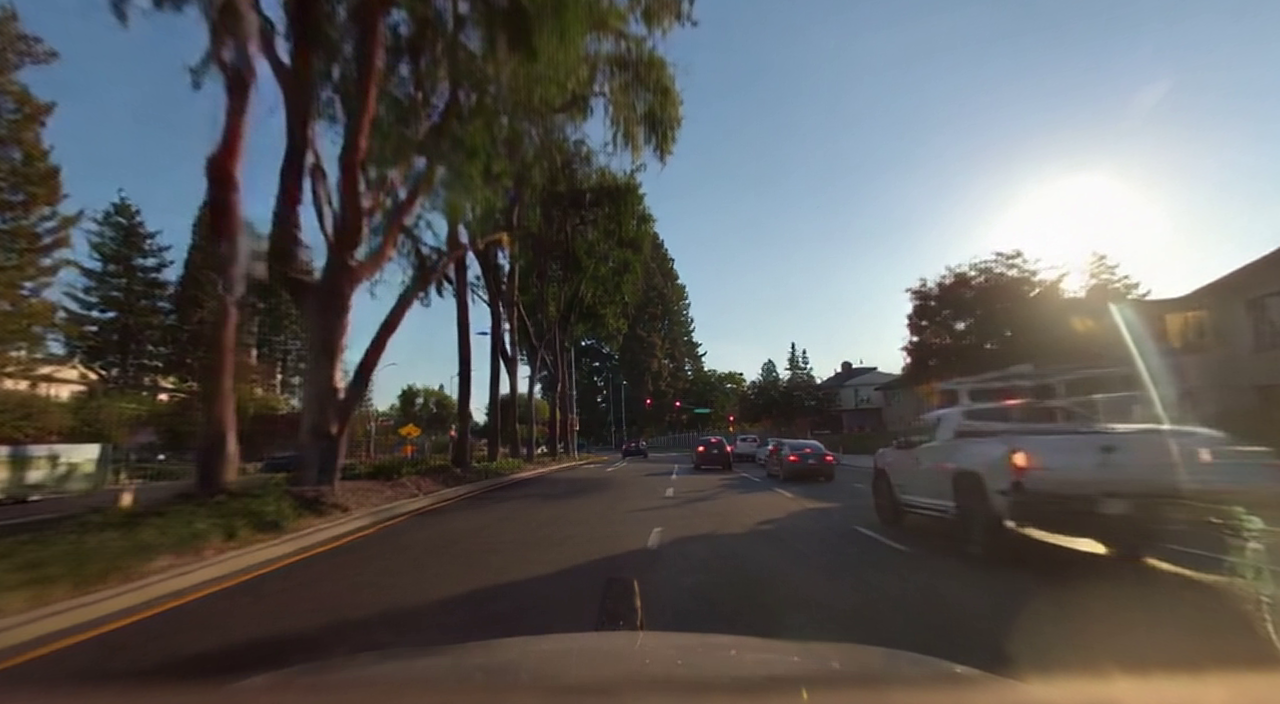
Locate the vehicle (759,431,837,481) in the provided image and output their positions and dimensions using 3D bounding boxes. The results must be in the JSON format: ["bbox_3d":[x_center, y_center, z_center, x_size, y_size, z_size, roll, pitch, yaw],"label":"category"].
[{"bbox_3d":[6.103,4.028,25.017,1.803,1.754,4.480,0,-7,-2],"label":"vehicle"}]

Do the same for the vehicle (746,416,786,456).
[{"bbox_3d":[7.841,5.297,39.646,1.933,2.309,3.468,-2,-8,3],"label":"vehicle"}]

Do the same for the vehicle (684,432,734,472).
[{"bbox_3d":[3.121,4.595,29.310,2.052,1.693,4.554,0,-8,3],"label":"vehicle"}]

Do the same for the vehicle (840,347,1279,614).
[{"bbox_3d":[4.560,1.438,8.084,2.268,2.090,6.113,0,-8,3],"label":"vehicle"}]
